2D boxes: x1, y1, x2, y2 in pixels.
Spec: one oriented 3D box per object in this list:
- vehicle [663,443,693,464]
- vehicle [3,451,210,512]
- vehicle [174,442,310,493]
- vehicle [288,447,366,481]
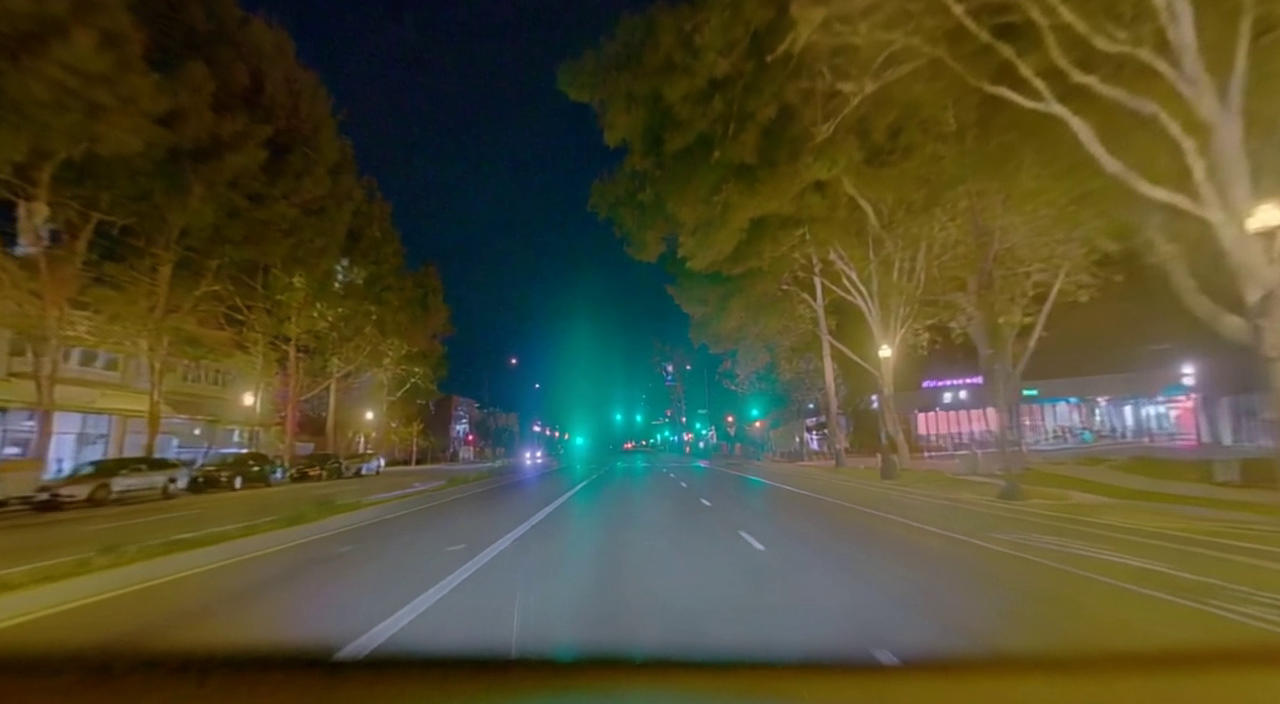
[{"bbox_3d":[2.847,7.598,47.525,1.945,1.490,3.817,0,-8,-1],"label":"vehicle"},{"bbox_3d":[-15.310,3.694,18.637,1.776,1.468,5.089,0,-8,-1],"label":"vehicle"},{"bbox_3d":[-15.465,4.474,24.991,1.978,1.760,5.097,0,-8,1],"label":"vehicle"},{"bbox_3d":[-15.673,5.587,31.852,1.831,1.599,4.080,0,-9,0],"label":"vehicle"}]
